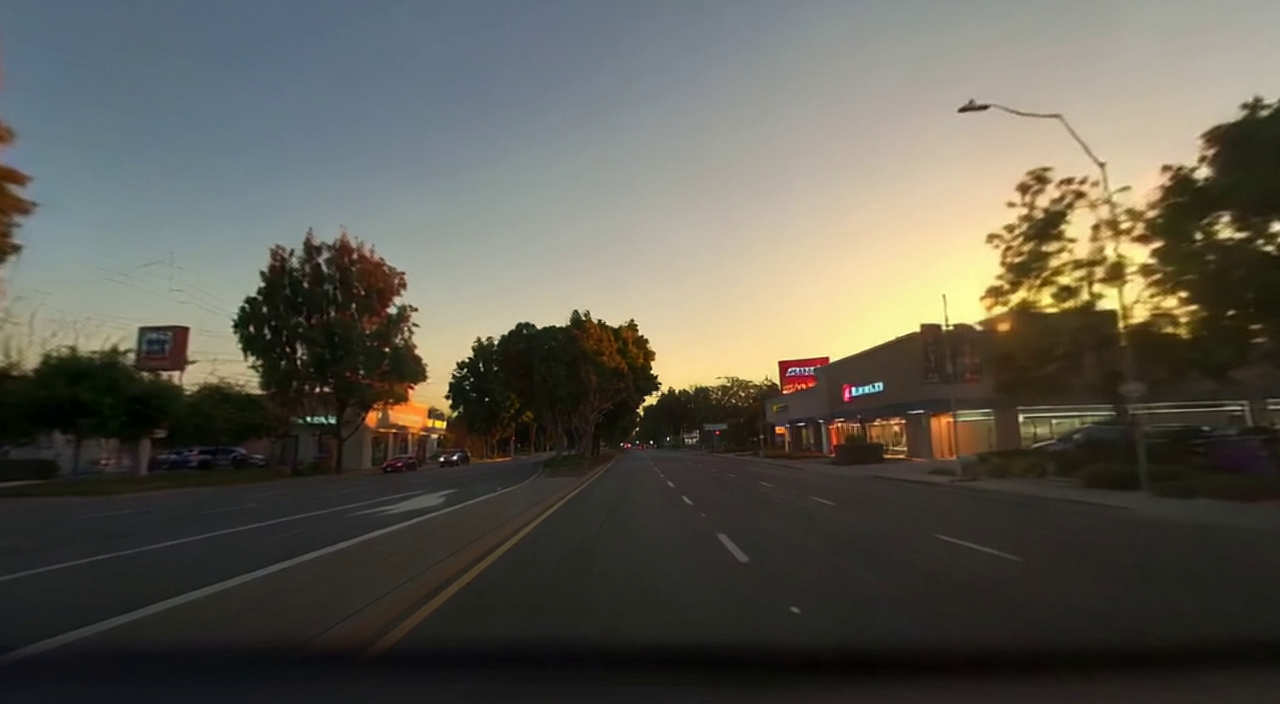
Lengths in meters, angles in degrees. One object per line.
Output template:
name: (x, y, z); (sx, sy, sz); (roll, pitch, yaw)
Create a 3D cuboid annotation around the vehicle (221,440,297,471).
vehicle: (-29.945, 8.111, 49.640); (5.867, 2.279, 2.342); (-5, -10, 28)

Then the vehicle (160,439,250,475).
vehicle: (-29.880, 7.190, 43.384); (5.630, 2.280, 2.513); (-4, -10, 26)

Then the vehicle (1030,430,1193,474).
vehicle: (21.258, 4.559, 29.050); (2.480, 1.766, 6.529); (0, -9, 0)

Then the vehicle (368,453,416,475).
vehicle: (-19.528, 8.822, 49.939); (2.012, 1.471, 4.613); (-2, -8, -2)
